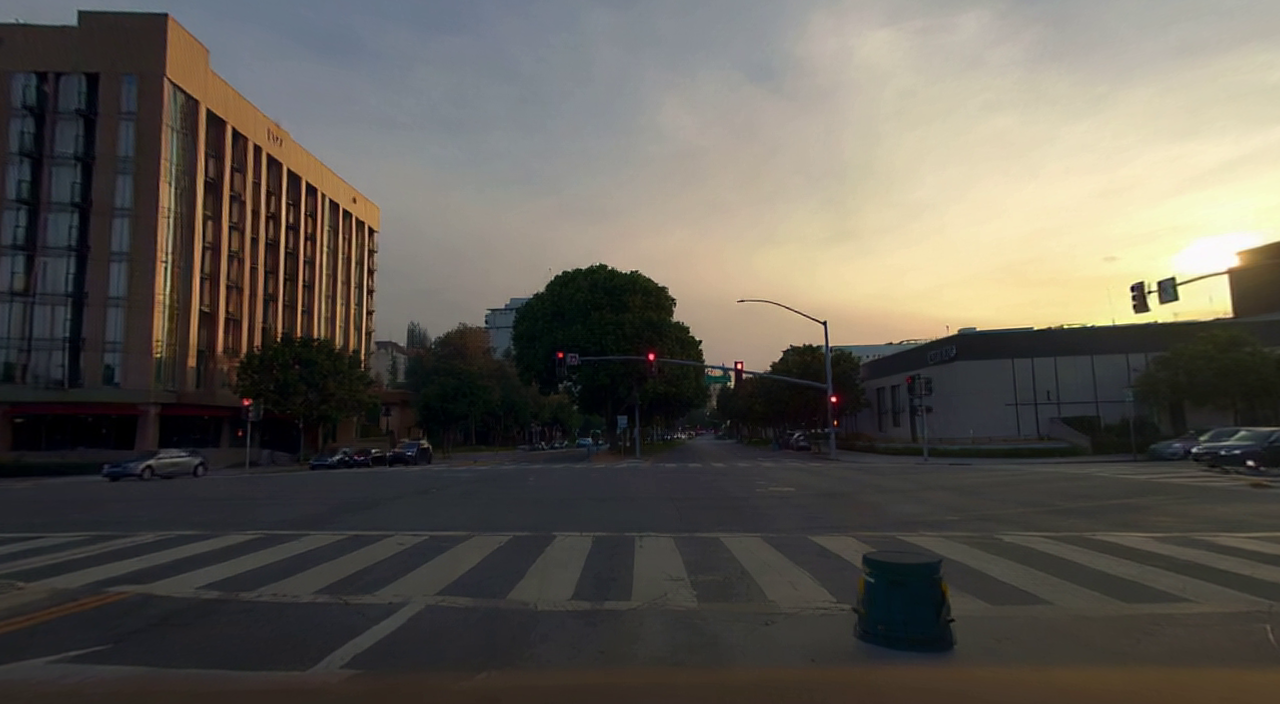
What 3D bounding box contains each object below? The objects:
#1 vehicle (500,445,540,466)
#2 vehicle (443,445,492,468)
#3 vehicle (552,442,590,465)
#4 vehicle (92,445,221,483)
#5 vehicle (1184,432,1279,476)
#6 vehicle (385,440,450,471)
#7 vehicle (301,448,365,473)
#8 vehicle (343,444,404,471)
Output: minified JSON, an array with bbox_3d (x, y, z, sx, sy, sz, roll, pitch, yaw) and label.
[{"bbox_3d":[-8.084,7.006,42.615,1.910,1.321,3.692,0,-9,1],"label":"vehicle"},{"bbox_3d":[-11.623,7.072,42.703,1.911,1.476,4.297,-1,-9,2],"label":"vehicle"},{"bbox_3d":[-4.518,6.717,41.685,1.954,1.431,4.050,-1,-9,2],"label":"vehicle"},{"bbox_3d":[-25.350,5.843,33.236,2.032,1.839,4.884,-5,-10,27],"label":"vehicle"},{"bbox_3d":[22.326,3.582,22.235,4.474,1.477,1.908,0,-9,-3],"label":"vehicle"},{"bbox_3d":[-15.120,7.036,43.157,2.340,1.946,5.450,0,-9,2],"label":"vehicle"},{"bbox_3d":[-21.423,7.566,44.129,1.929,1.619,4.577,-1,-9,4],"label":"vehicle"},{"bbox_3d":[-18.544,7.347,44.012,2.237,1.801,4.541,0,-9,1],"label":"vehicle"}]
